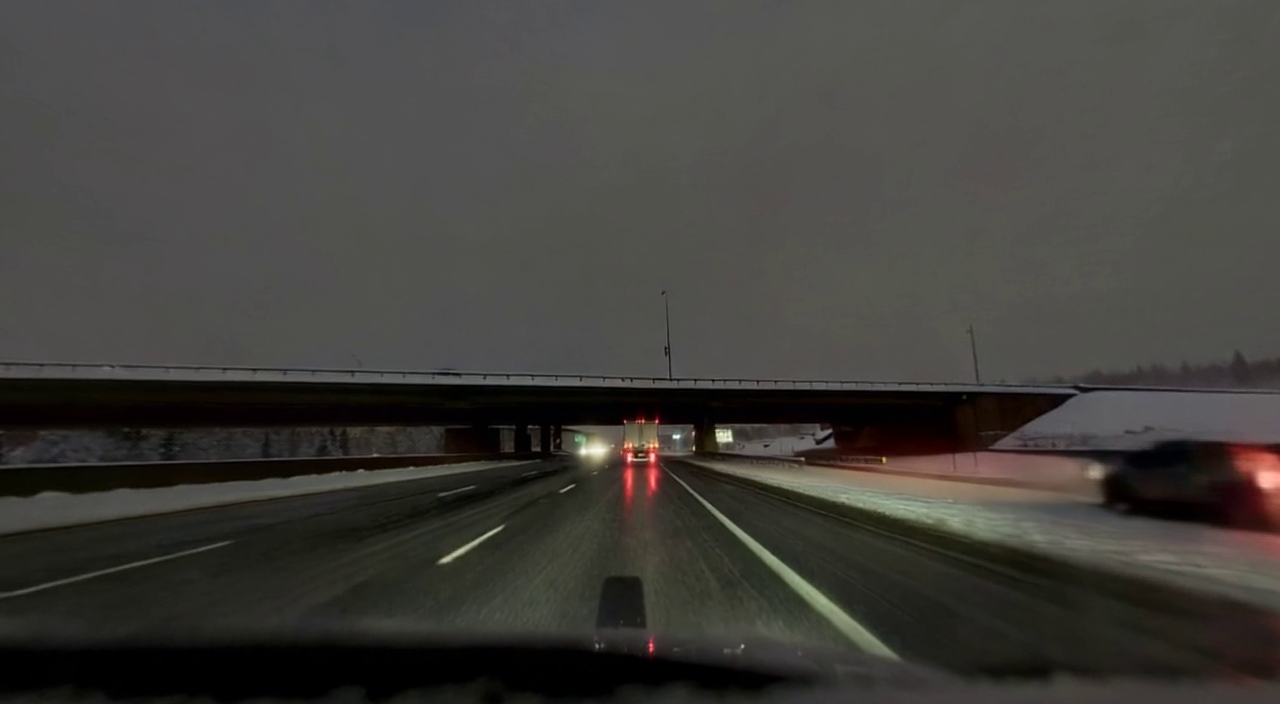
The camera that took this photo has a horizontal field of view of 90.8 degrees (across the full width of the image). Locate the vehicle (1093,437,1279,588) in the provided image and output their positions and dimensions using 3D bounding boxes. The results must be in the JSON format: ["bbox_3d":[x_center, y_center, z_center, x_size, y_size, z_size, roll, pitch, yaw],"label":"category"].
[{"bbox_3d":[7.257,1.720,7.072,1.660,1.497,3.594,0,-9,0],"label":"vehicle"}]
